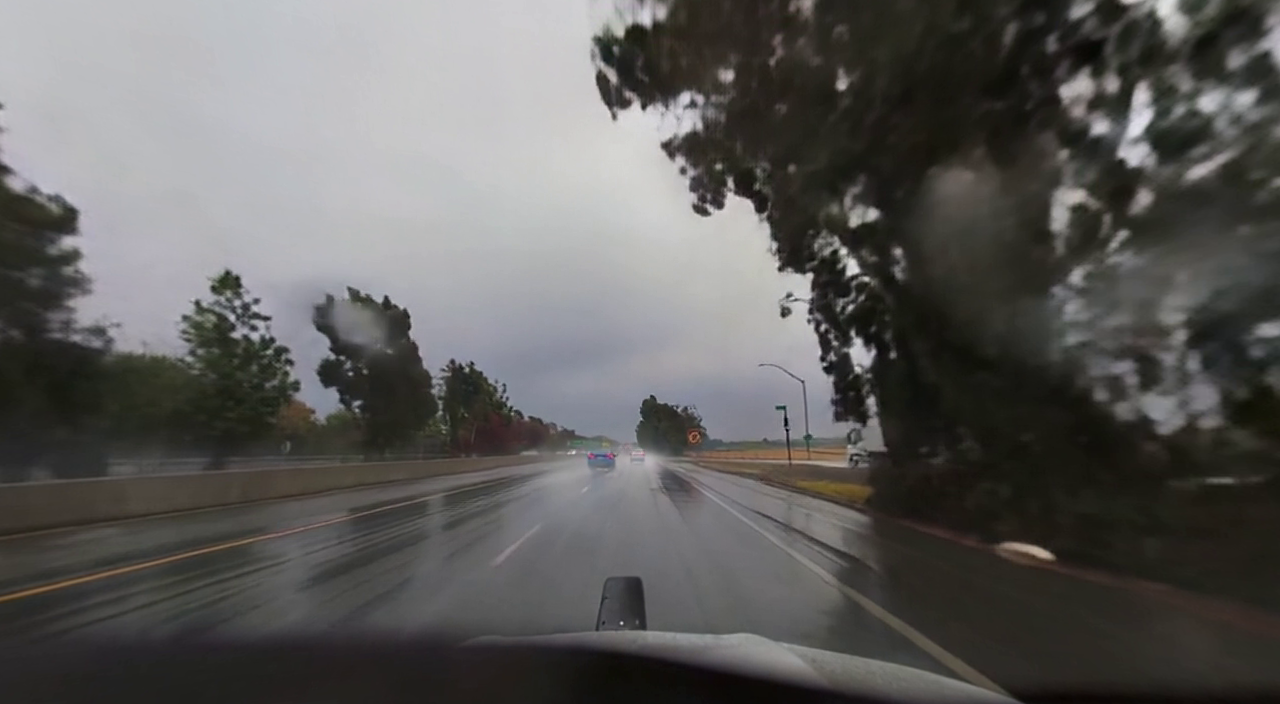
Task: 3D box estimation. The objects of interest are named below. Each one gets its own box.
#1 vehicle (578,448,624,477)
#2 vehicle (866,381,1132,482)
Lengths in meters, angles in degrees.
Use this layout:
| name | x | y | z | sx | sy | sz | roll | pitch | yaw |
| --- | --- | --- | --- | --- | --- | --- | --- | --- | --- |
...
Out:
| name | x | y | z | sx | sy | sz | roll | pitch | yaw |
| --- | --- | --- | --- | --- | --- | --- | --- | --- | --- |
| vehicle | -2.042 | 5.976 | 34.500 | 2.170 | 1.451 | 4.584 | 0 | -9 | 1 |
| vehicle | 17.603 | 4.376 | 33.541 | 2.859 | 4.163 | 14.784 | 1 | -9 | -12 |
